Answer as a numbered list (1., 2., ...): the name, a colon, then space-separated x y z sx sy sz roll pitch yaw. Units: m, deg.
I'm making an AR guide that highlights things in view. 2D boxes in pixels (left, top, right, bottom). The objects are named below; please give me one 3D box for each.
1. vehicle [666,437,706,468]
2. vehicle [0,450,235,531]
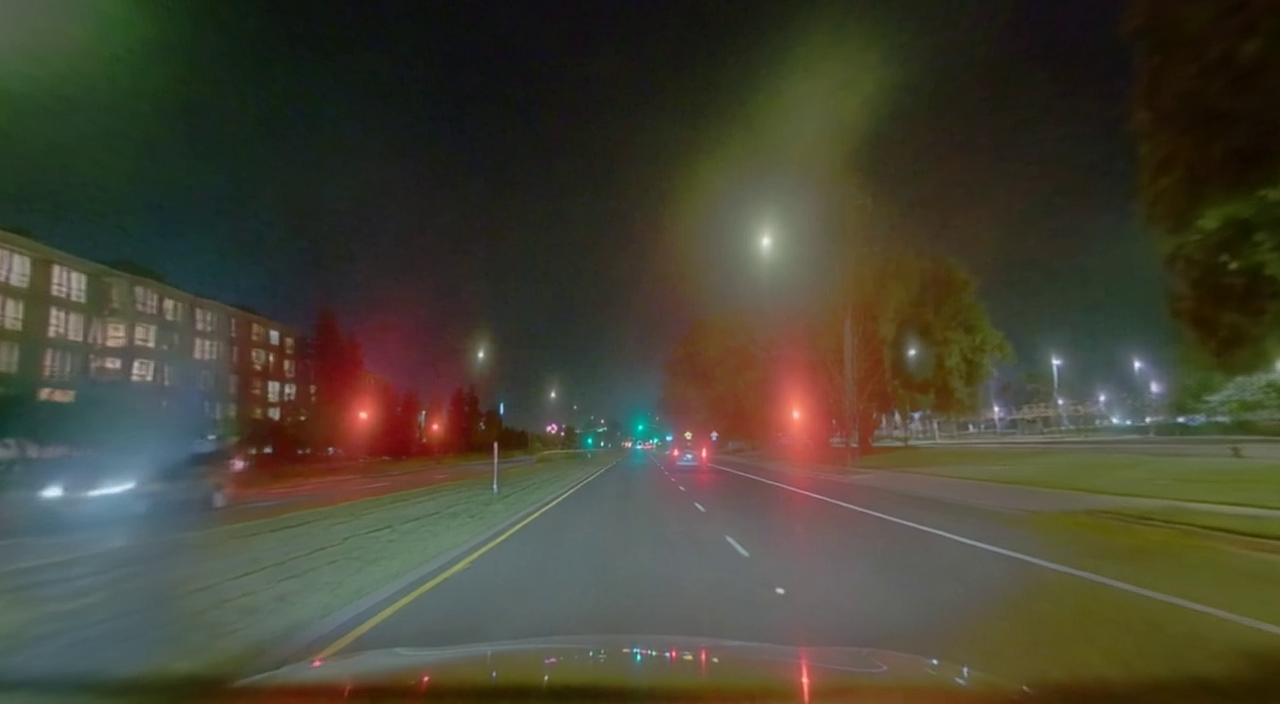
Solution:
1. vehicle: 2.928 6.508 41.075 2.085 1.828 5.383 0 -8 -1
2. vehicle: -11.694 2.986 14.309 1.890 1.446 4.714 0 -8 1
